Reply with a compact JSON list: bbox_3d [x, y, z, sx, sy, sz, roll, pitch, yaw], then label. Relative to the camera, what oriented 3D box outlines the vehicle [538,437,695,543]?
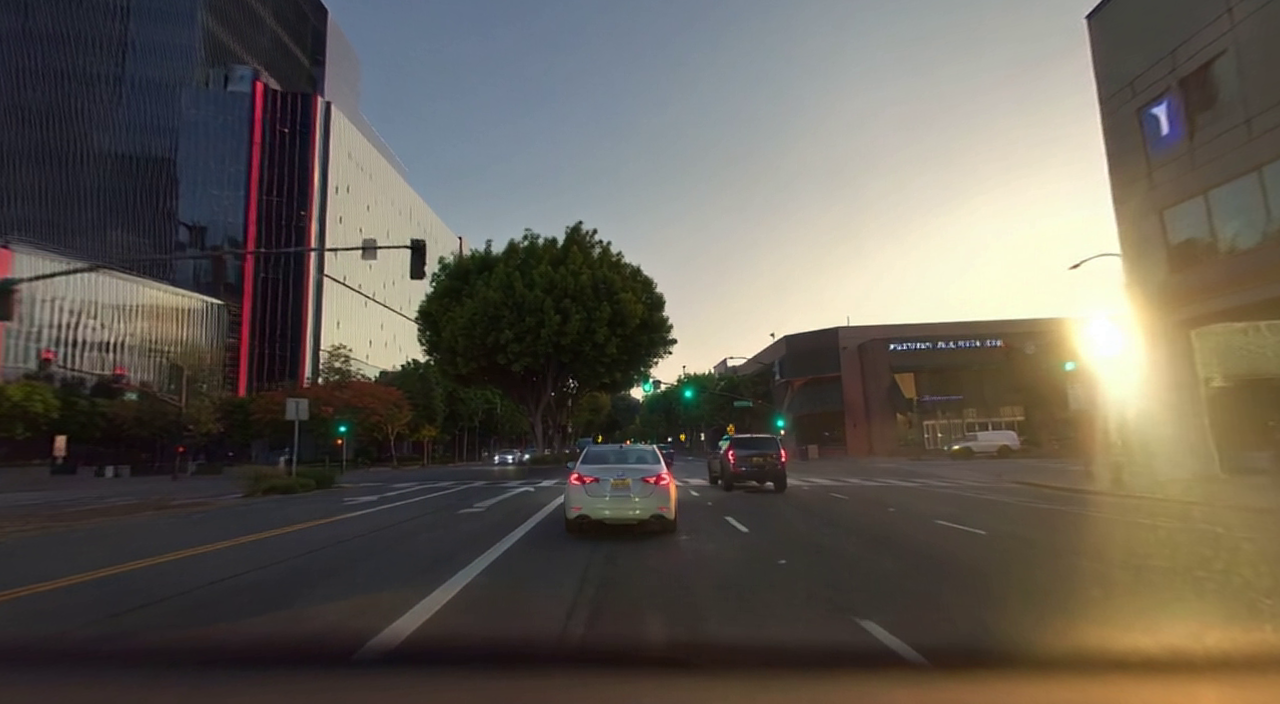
[{"bbox_3d":[-0.355,2.167,10.684,2.144,1.398,3.963,1,-7,-1],"label":"vehicle"}]

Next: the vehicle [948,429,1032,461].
[{"bbox_3d":[24.249,6.520,43.934,4.384,2.000,2.345,1,-12,-4],"label":"vehicle"}]

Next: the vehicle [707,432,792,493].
[{"bbox_3d":[3.512,3.609,21.094,2.078,1.799,4.089,1,-7,-1],"label":"vehicle"}]
